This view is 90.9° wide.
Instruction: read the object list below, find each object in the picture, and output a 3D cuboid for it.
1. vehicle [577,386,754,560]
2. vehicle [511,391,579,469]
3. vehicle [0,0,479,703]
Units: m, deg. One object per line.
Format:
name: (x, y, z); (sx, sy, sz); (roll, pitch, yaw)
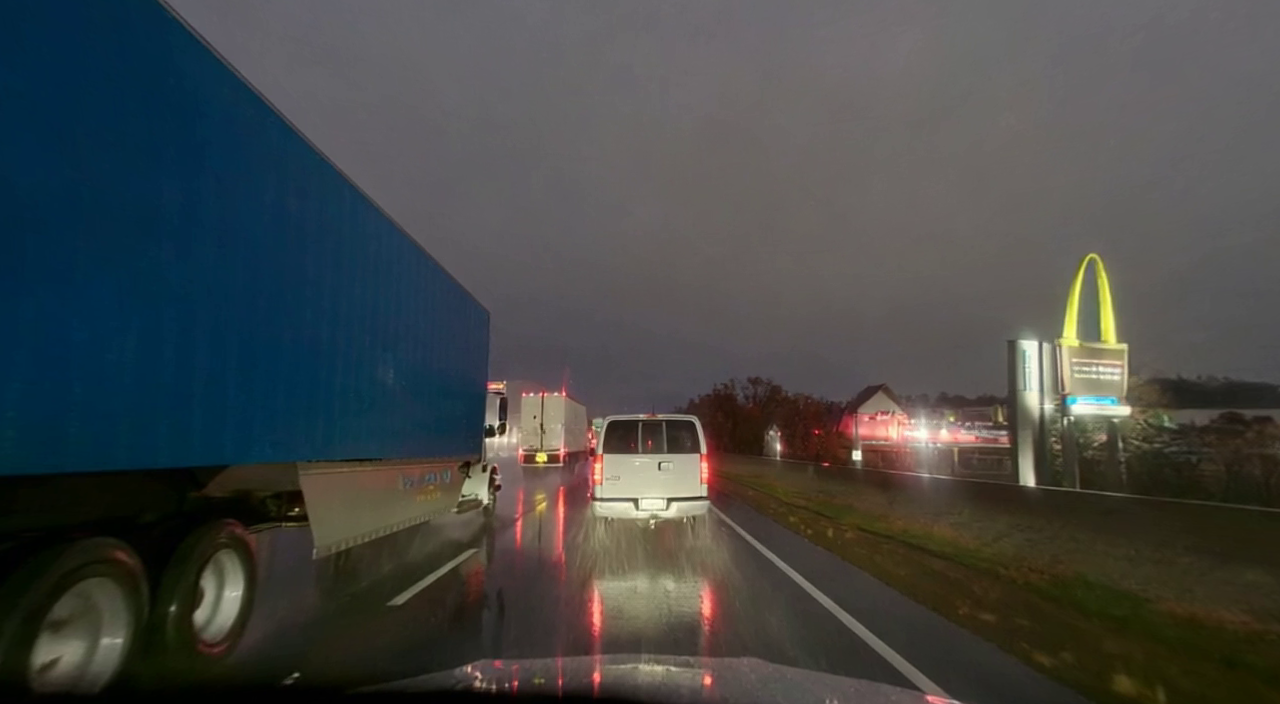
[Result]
vehicle: (0.178, 1.645, 9.082); (1.947, 1.910, 4.040); (0, -9, -3)
vehicle: (-4.837, 4.322, 33.976); (2.617, 3.604, 9.499); (0, -9, -3)
vehicle: (-3.955, 0.383, 5.775); (2.814, 3.513, 8.529); (0, -9, -1)
